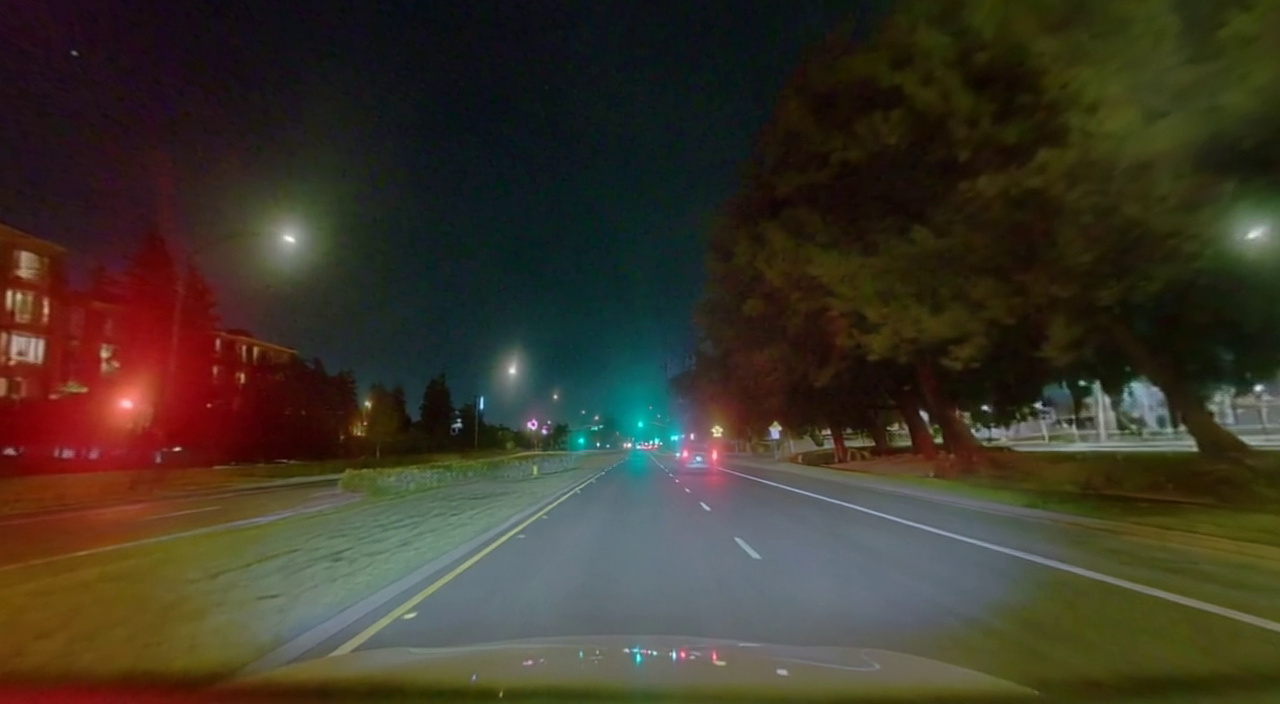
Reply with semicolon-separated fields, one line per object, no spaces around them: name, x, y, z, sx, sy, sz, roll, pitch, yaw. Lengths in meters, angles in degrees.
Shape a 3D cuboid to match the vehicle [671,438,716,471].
vehicle;3.122;6.131;38.090;2.085;1.828;5.383;0;-8;-1
